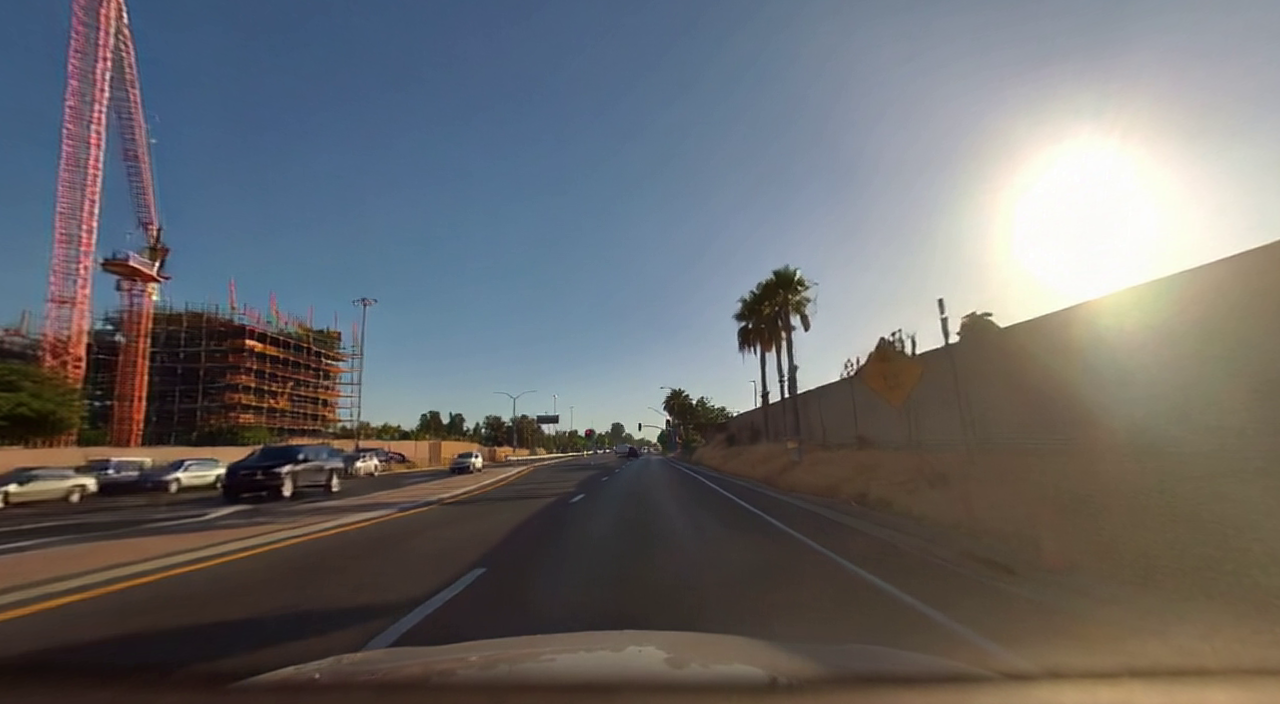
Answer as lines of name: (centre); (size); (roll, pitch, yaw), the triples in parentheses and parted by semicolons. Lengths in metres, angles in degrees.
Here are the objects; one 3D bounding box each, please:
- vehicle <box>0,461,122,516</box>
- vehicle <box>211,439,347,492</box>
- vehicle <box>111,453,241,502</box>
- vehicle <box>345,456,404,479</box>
vehicle: (-19.428, 4.316, 20.048); (1.836, 1.418, 4.956); (-2, -7, -2)
vehicle: (-16.238, 5.125, 28.918); (2.601, 2.118, 6.071); (0, -9, 1)
vehicle: (-19.423, 5.221, 26.728); (1.985, 1.625, 4.749); (-2, -7, -1)
vehicle: (-19.138, 8.325, 45.660); (2.007, 1.453, 4.932); (-1, -9, 2)
